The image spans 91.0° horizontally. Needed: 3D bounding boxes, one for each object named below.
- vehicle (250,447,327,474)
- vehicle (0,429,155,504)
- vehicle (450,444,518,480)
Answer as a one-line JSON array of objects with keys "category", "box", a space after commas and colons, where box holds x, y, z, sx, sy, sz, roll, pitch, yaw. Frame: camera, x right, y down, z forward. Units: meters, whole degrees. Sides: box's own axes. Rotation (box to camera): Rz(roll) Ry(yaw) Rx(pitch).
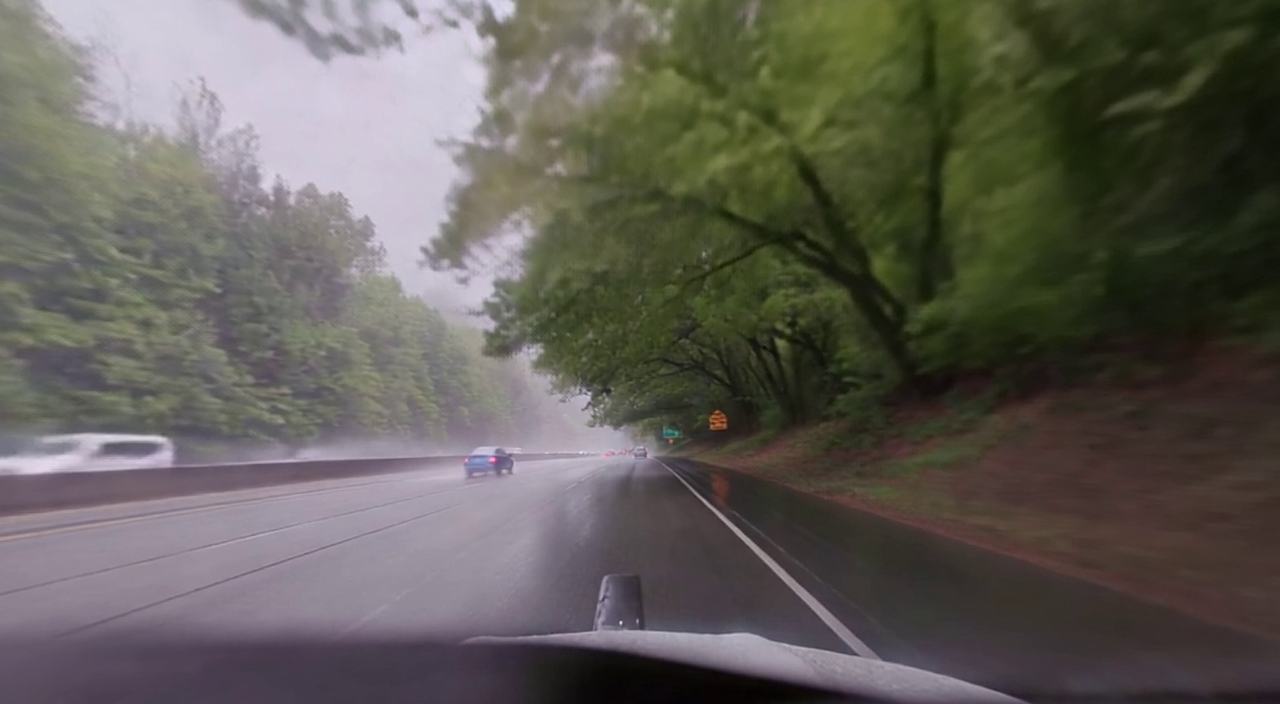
[{"category": "vehicle", "box": [-25.554, 7.901, 46.107, 2.218, 1.820, 5.802, 0, -8, 1]}, {"category": "vehicle", "box": [-18.141, 3.403, 19.236, 2.307, 1.965, 5.330, 0, -8, 1]}, {"category": "vehicle", "box": [-7.493, 5.298, 30.760, 2.094, 1.579, 4.655, 0, -8, 1]}]
